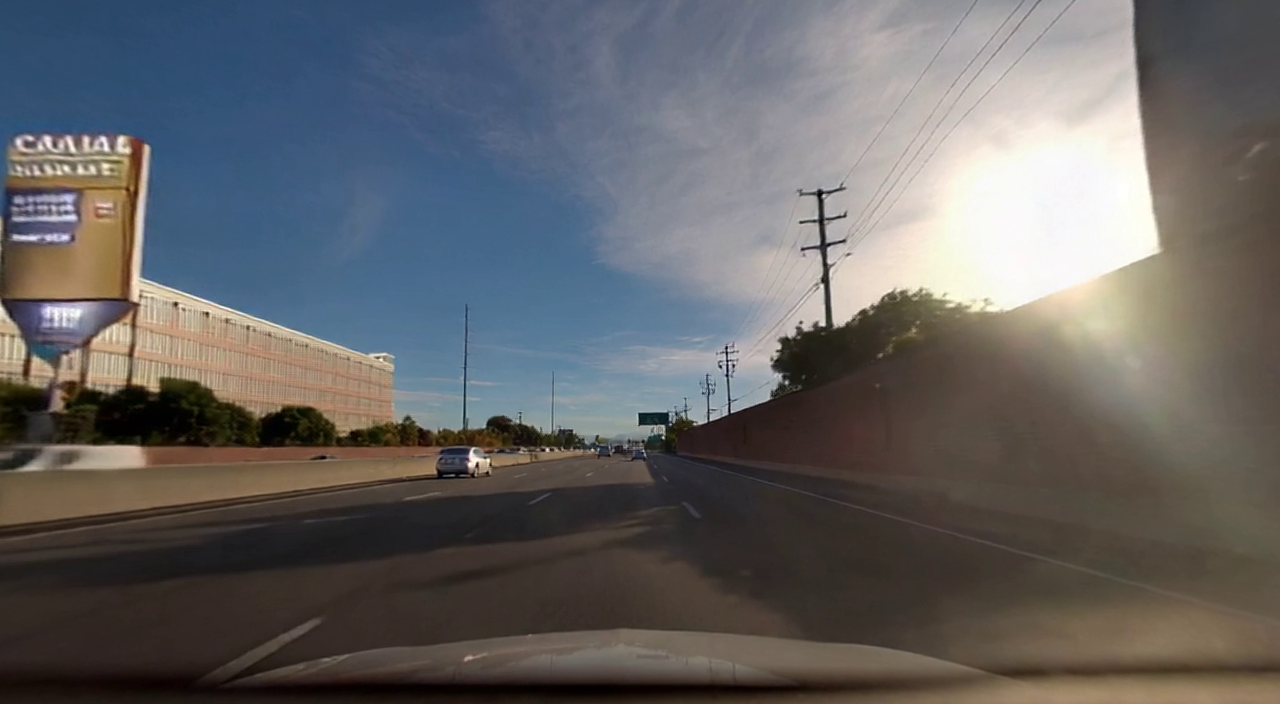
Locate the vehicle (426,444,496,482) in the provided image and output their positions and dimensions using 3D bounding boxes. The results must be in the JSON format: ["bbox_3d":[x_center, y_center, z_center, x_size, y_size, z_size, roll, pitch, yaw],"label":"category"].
[{"bbox_3d":[-8.026,5.000,28.703,2.013,1.574,3.923,0,-9,0],"label":"vehicle"}]

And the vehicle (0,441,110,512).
[{"bbox_3d":[-14.907,2.801,14.333,1.935,1.535,4.391,0,-9,0],"label":"vehicle"}]
